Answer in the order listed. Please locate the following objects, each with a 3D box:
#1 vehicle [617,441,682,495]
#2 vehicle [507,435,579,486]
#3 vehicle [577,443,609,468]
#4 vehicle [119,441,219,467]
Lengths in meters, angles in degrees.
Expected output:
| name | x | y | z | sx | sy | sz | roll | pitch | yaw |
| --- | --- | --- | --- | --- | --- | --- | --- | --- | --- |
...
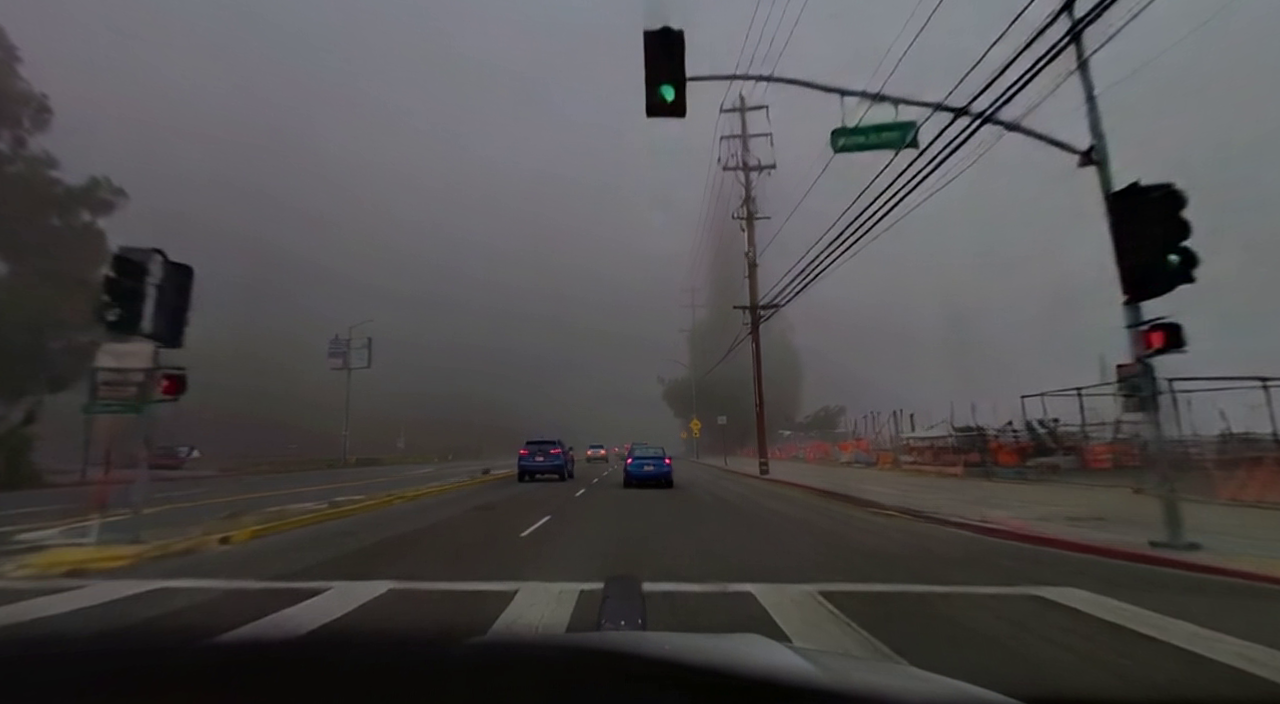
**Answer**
| name | x | y | z | sx | sy | sz | roll | pitch | yaw |
| --- | --- | --- | --- | --- | --- | --- | --- | --- | --- |
| vehicle | 0.300 | 4.001 | 22.017 | 2.059 | 1.691 | 3.980 | 0 | -8 | 0 |
| vehicle | -3.730 | 4.246 | 24.951 | 2.078 | 1.804 | 4.387 | 0 | -8 | 1 |
| vehicle | -3.392 | 7.571 | 46.210 | 1.910 | 1.713 | 4.786 | 0 | -8 | 1 |
| vehicle | -31.766 | 6.902 | 42.423 | 5.155 | 1.679 | 1.934 | 0 | -8 | 0 |
